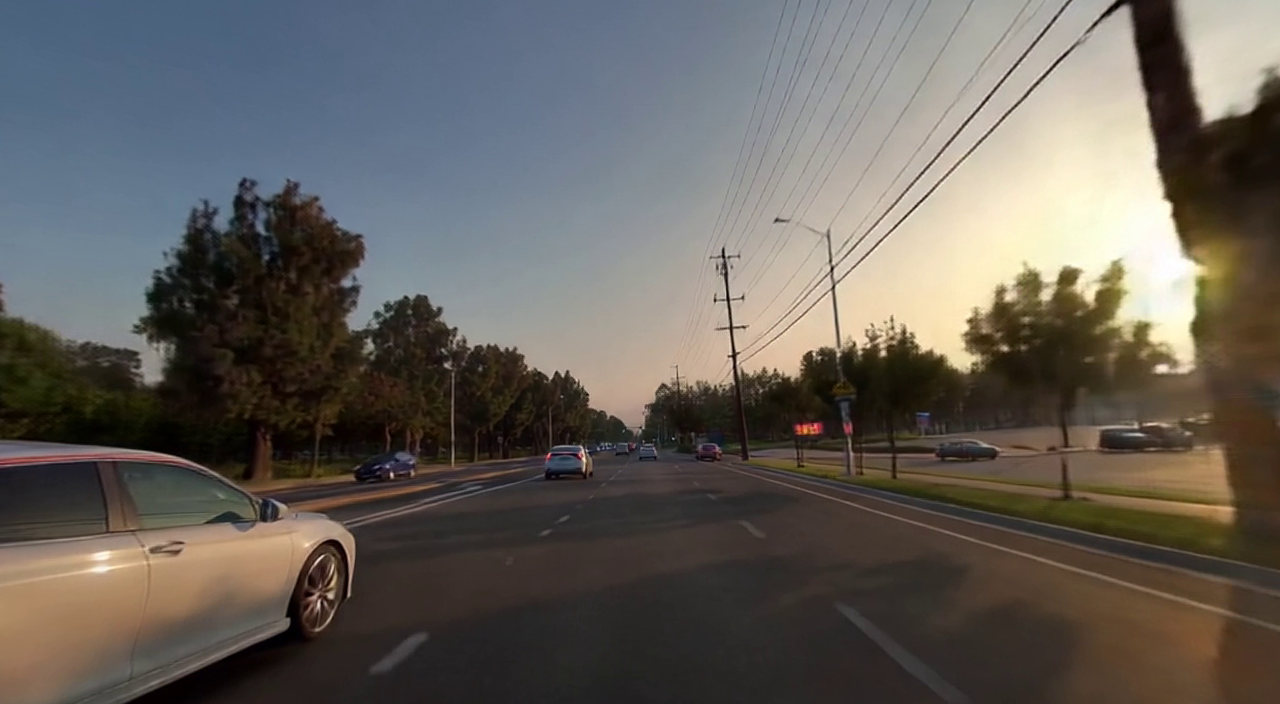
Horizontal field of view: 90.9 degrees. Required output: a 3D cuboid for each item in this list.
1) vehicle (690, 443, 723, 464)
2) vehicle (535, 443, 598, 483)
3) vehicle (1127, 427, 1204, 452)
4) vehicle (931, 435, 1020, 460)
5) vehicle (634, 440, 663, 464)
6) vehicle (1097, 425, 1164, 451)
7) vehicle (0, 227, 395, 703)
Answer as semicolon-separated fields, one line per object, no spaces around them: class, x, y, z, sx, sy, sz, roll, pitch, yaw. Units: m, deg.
vehicle;5.024;7.575;47.195;2.062;1.541;4.420;-2;-9;11
vehicle;-2.820;4.373;25.193;1.982;1.451;4.152;0;-8;1
vehicle;34.352;5.719;41.168;4.632;1.533;2.015;4;-10;-27
vehicle;21.114;6.034;39.824;4.392;1.535;2.131;0;-9;0
vehicle;0.644;7.773;49.113;2.155;1.781;3.977;0;-8;1
vehicle;34.954;6.114;44.867;4.347;1.761;2.002;4;-10;-28
vehicle;-3.111;0.625;1.928;2.381;1.961;5.563;0;-9;1
